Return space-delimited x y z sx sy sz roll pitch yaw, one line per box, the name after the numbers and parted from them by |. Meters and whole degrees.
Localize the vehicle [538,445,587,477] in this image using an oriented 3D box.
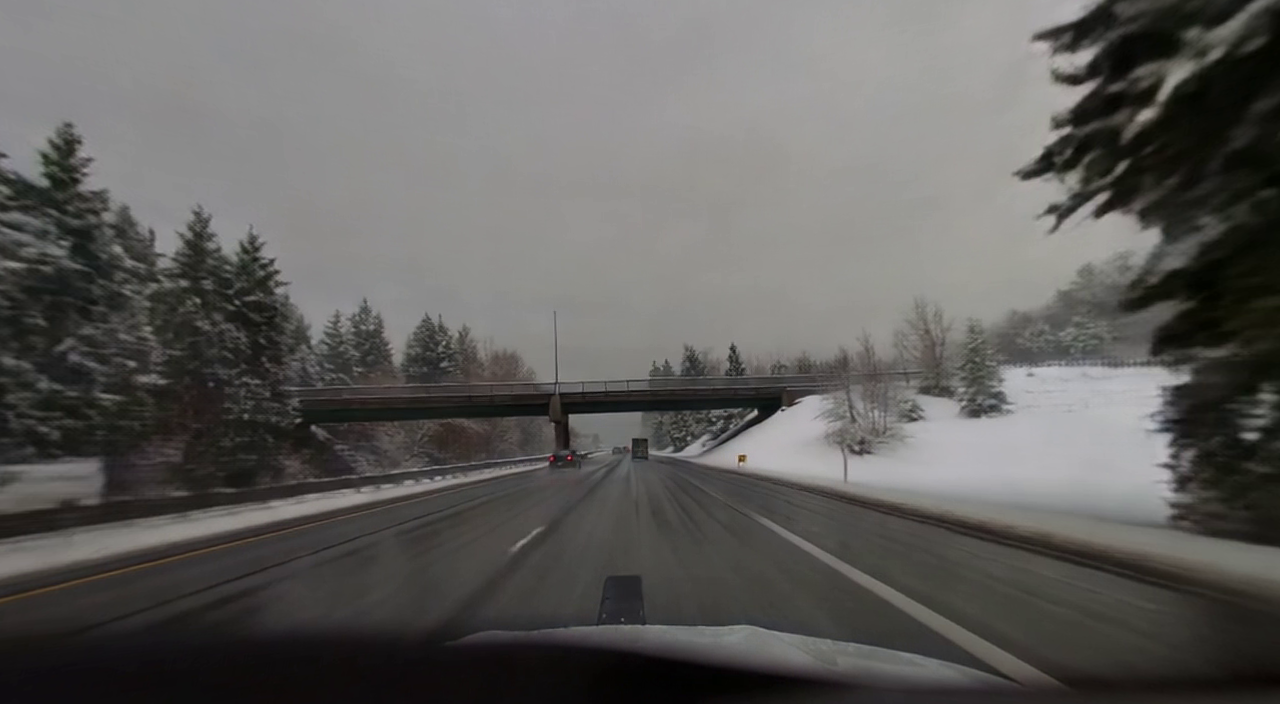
-4.176 5.917 34.601 2.076 1.637 4.526 0 -9 0 | vehicle
